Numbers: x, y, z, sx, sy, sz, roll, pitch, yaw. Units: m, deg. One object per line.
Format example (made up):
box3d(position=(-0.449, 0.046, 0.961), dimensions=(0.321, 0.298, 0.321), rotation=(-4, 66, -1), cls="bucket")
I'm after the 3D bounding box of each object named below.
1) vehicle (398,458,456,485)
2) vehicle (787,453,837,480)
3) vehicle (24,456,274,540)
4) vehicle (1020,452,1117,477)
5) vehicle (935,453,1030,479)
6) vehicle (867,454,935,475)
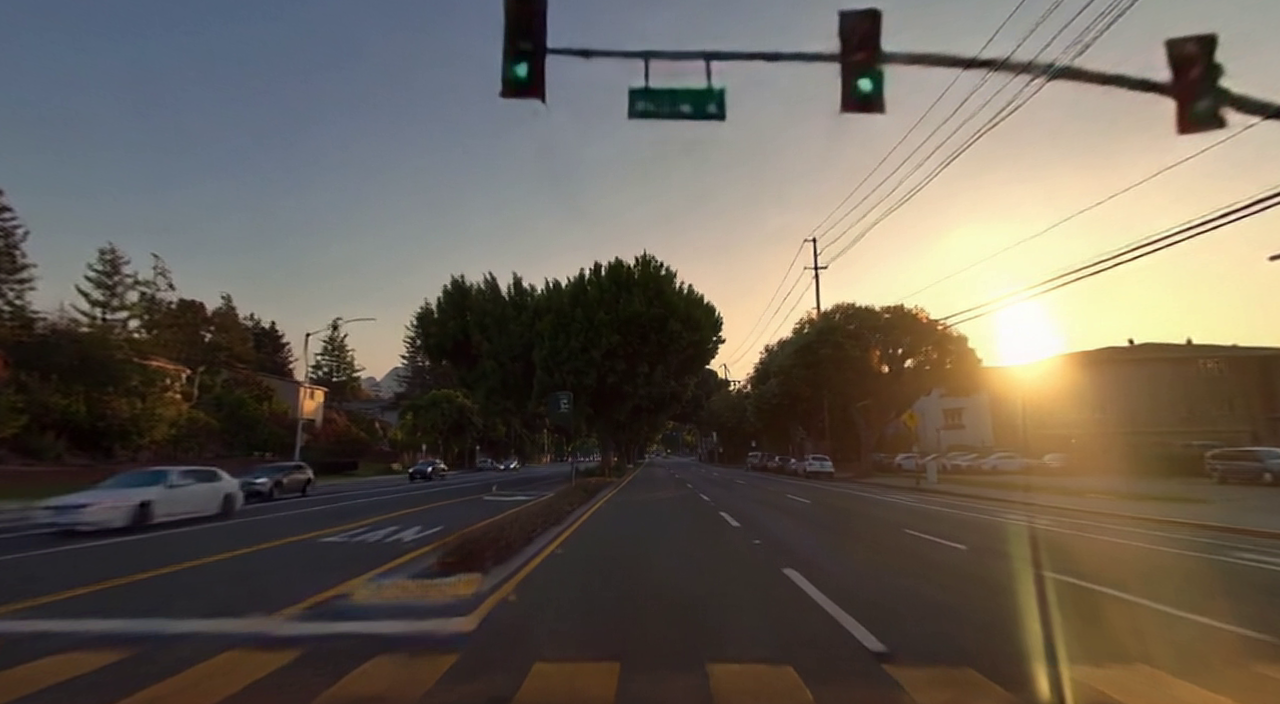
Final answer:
box3d(position=(-13.591, 7.640, 40.502), dimensions=(2.047, 1.467, 4.611), rotation=(0, -8, 1), cls="vehicle")
box3d(position=(12.309, 8.212, 45.414), dimensions=(2.182, 1.768, 4.904), rotation=(0, -8, 0), cls="vehicle")
box3d(position=(-10.458, 3.084, 14.002), dimensions=(1.899, 1.464, 4.418), rotation=(0, -8, 2), cls="vehicle")
box3d(position=(25.667, 6.752, 37.887), dimensions=(4.368, 1.394, 1.983), rotation=(1, -10, 0), cls="vehicle")
box3d(position=(20.823, 6.941, 38.416), dimensions=(4.664, 1.504, 1.816), rotation=(0, -9, 2), cls="vehicle")
box3d(position=(20.117, 8.698, 48.837), dimensions=(4.643, 1.520, 1.894), rotation=(-3, -9, 18), cls="vehicle")
